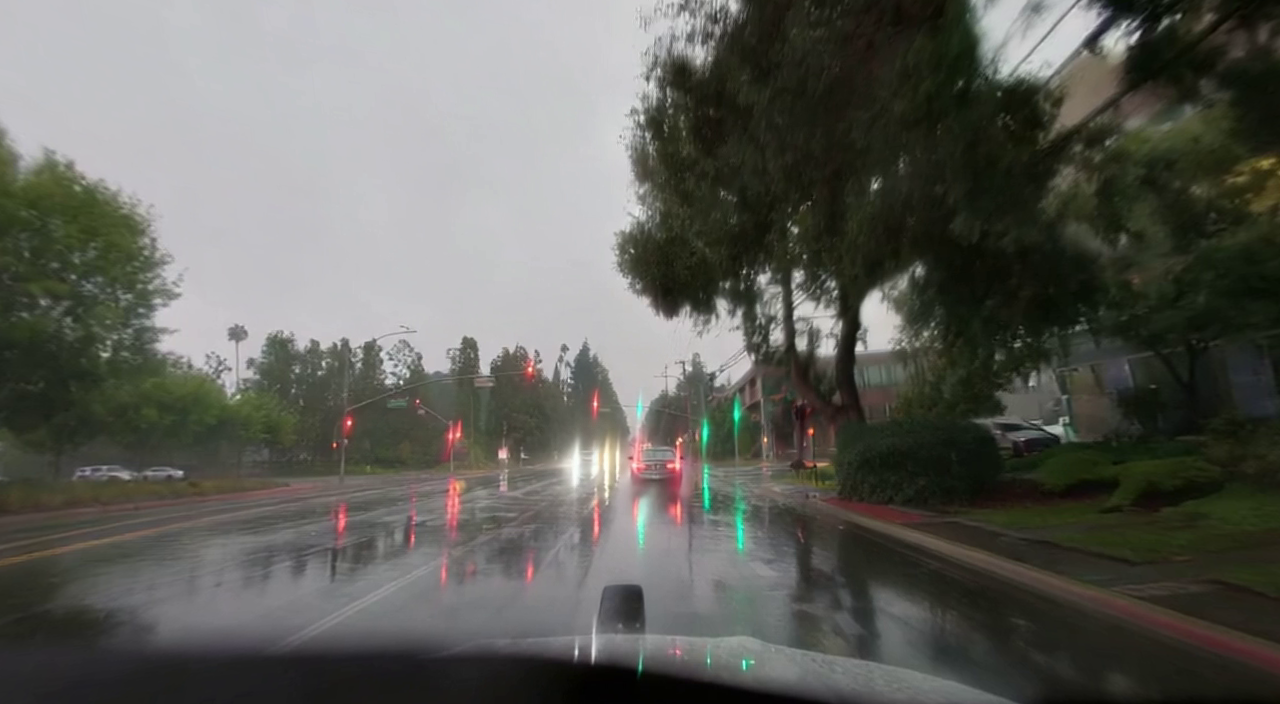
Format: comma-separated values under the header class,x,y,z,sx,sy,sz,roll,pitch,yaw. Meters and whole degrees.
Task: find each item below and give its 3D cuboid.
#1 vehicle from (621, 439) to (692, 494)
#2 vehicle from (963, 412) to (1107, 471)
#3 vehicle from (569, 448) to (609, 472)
class,x,y,z,sx,sy,sz,roll,pitch,yaw
vehicle,0.552,3.746,21.017,2.156,1.636,3.923,0,-9,2
vehicle,14.495,3.378,23.685,2.225,1.922,5.243,-1,-9,3
vehicle,-3.295,7.082,41.778,2.153,1.474,4.284,0,-9,2
